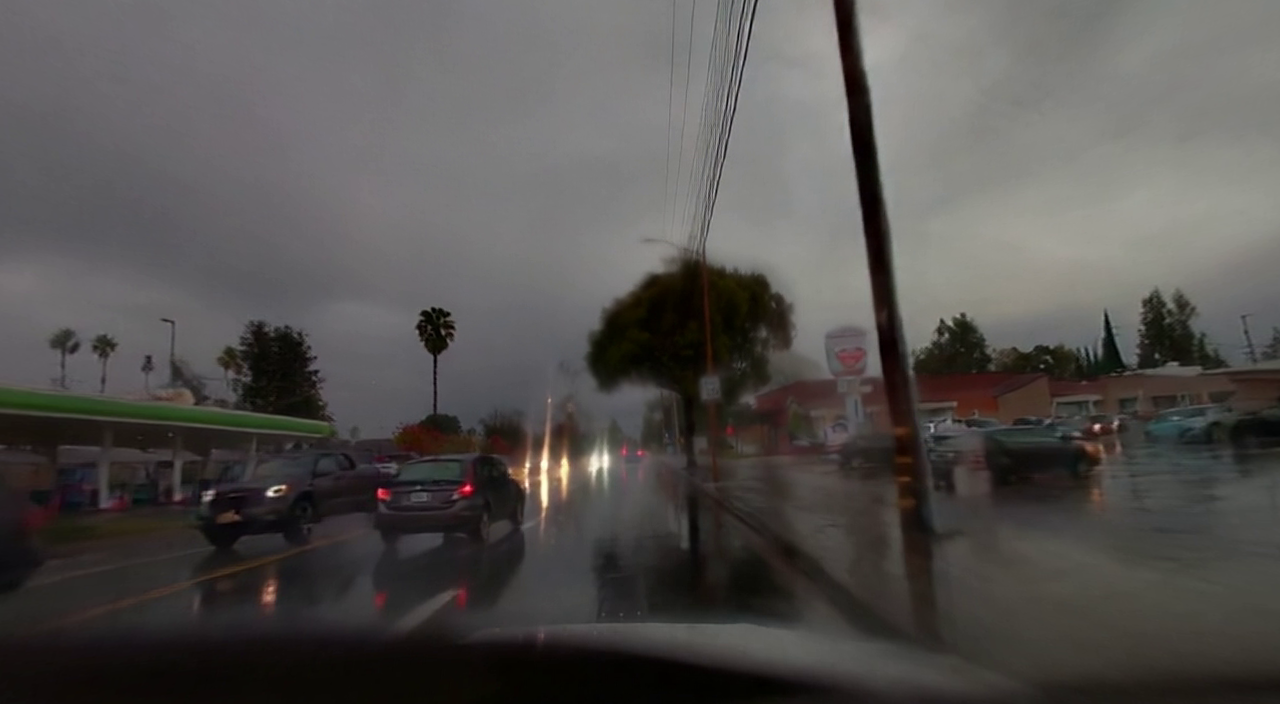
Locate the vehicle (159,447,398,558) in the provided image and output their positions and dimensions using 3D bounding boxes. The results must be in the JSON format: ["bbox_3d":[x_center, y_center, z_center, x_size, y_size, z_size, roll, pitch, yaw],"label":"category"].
[{"bbox_3d":[-6.778,2.799,12.697,1.877,1.742,4.919,0,-8,0],"label":"vehicle"}]

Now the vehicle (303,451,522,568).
[{"bbox_3d":[-3.359,2.384,10.408,1.943,1.455,4.414,0,-8,0],"label":"vehicle"}]

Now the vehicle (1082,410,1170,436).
[{"bbox_3d":[31.237,4.599,40.702,1.760,1.510,4.095,7,-11,-41],"label":"vehicle"}]

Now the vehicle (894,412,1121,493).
[{"bbox_3d":[8.194,2.210,14.071,4.713,1.518,2.035,4,-10,-27],"label":"vehicle"}]

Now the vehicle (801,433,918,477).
[{"bbox_3d":[7.970,3.700,22.897,4.000,1.440,1.746,5,-10,-30],"label":"vehicle"}]

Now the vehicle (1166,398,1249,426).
[{"bbox_3d":[42.034,4.504,46.944,1.910,1.756,4.428,-2,-9,0],"label":"vehicle"}]
